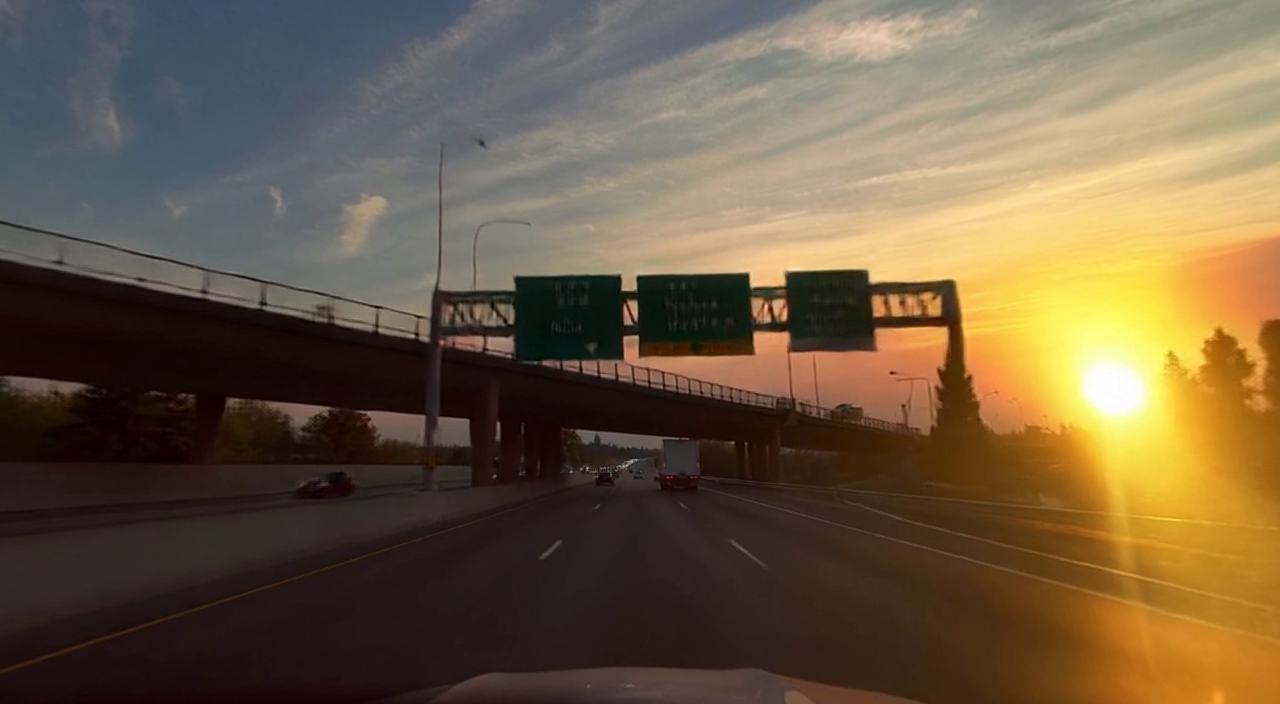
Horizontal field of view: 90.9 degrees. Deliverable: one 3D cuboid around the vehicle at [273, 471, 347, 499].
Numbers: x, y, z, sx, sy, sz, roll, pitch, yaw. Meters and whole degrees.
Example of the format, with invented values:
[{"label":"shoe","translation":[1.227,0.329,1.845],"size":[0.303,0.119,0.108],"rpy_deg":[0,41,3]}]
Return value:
[{"label":"vehicle","translation":[-19.674,7.948,37.758],"size":[2.050,1.508,4.321],"rpy_deg":[1,-10,0]}]
